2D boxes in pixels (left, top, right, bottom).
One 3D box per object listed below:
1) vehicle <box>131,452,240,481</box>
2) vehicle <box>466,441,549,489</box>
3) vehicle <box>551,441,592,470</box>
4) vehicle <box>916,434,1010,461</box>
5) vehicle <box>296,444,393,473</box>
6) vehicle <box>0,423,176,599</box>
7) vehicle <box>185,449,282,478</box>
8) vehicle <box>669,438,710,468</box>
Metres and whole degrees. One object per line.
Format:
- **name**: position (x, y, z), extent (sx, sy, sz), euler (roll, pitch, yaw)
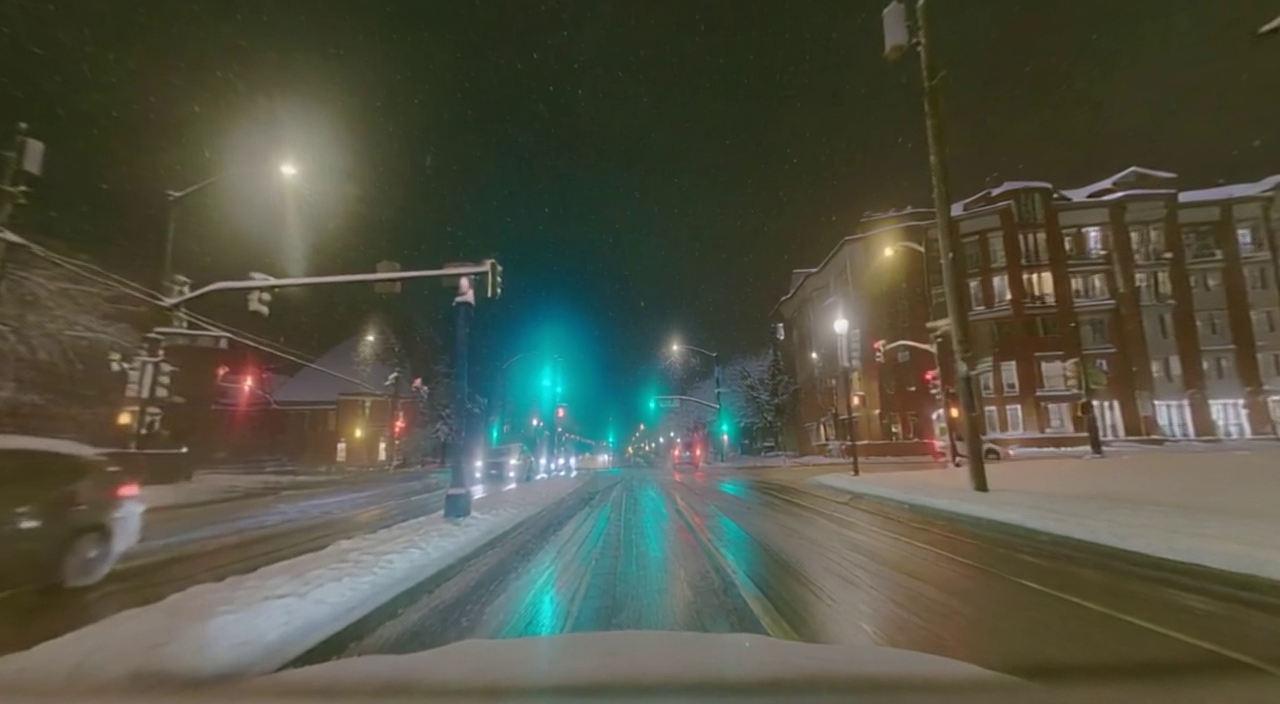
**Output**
- **vehicle**: position (-24.619, 6.201, 34.281), extent (4.359, 1.457, 2.043), euler (0, -9, 2)
- **vehicle**: position (-4.786, 4.162, 23.592), extent (1.991, 1.614, 4.718), euler (0, -9, 1)
- **vehicle**: position (-4.485, 6.803, 41.755), extent (2.123, 1.798, 4.508), euler (0, -9, 1)
- **vehicle**: position (18.961, 5.655, 37.158), extent (4.459, 1.525, 1.956), euler (0, -9, 0)
- **vehicle**: position (-20.877, 7.554, 44.710), extent (5.735, 1.993, 2.118), euler (0, -9, -1)
- **vehicle**: position (-7.628, 1.667, 6.620), extent (1.962, 1.807, 4.541), euler (0, -9, 1)
- **vehicle**: position (-23.700, 6.494, 36.844), extent (4.276, 1.570, 2.044), euler (0, -9, 2)
- **vehicle**: position (3.025, 6.325, 39.535), extent (2.129, 1.719, 4.205), euler (0, -9, -1)
